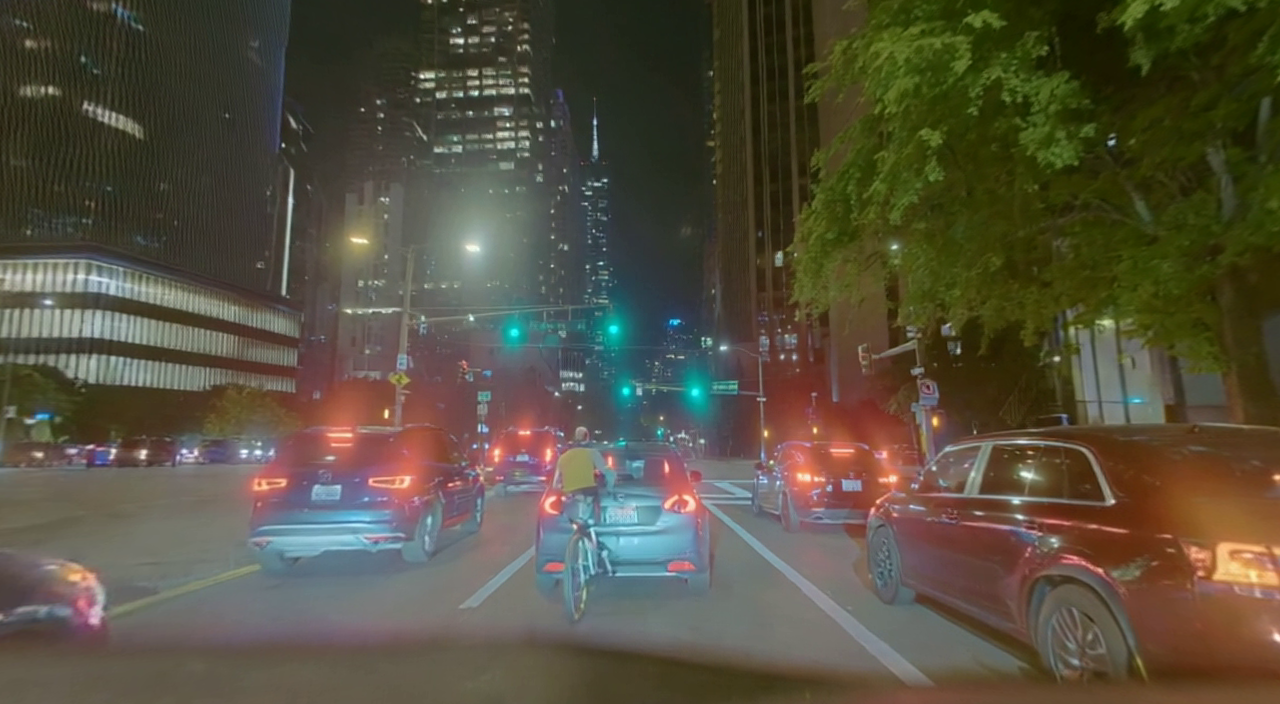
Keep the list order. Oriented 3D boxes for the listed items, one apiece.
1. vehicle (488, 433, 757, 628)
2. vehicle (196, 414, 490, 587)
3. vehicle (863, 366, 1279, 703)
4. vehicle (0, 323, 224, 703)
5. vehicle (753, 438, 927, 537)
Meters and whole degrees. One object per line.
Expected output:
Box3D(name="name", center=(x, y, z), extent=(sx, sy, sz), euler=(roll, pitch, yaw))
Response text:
Box3D(name="vehicle", center=(-0.132, 1.636, 6.735), extent=(2.031, 1.461, 3.763), euler=(0, -8, 0))
Box3D(name="vehicle", center=(-3.564, 1.842, 8.724), extent=(2.046, 1.744, 4.407), euler=(0, -8, -2))
Box3D(name="vehicle", center=(3.350, 1.160, 4.180), extent=(2.179, 1.631, 4.173), euler=(0, -8, 0))
Box3D(name="vehicle", center=(-3.088, 0.589, 0.681), extent=(2.181, 1.723, 4.550), euler=(0, -8, -1))
Box3D(name="vehicle", center=(3.576, 2.486, 12.317), extent=(1.973, 1.537, 4.533), euler=(0, -8, 1))
